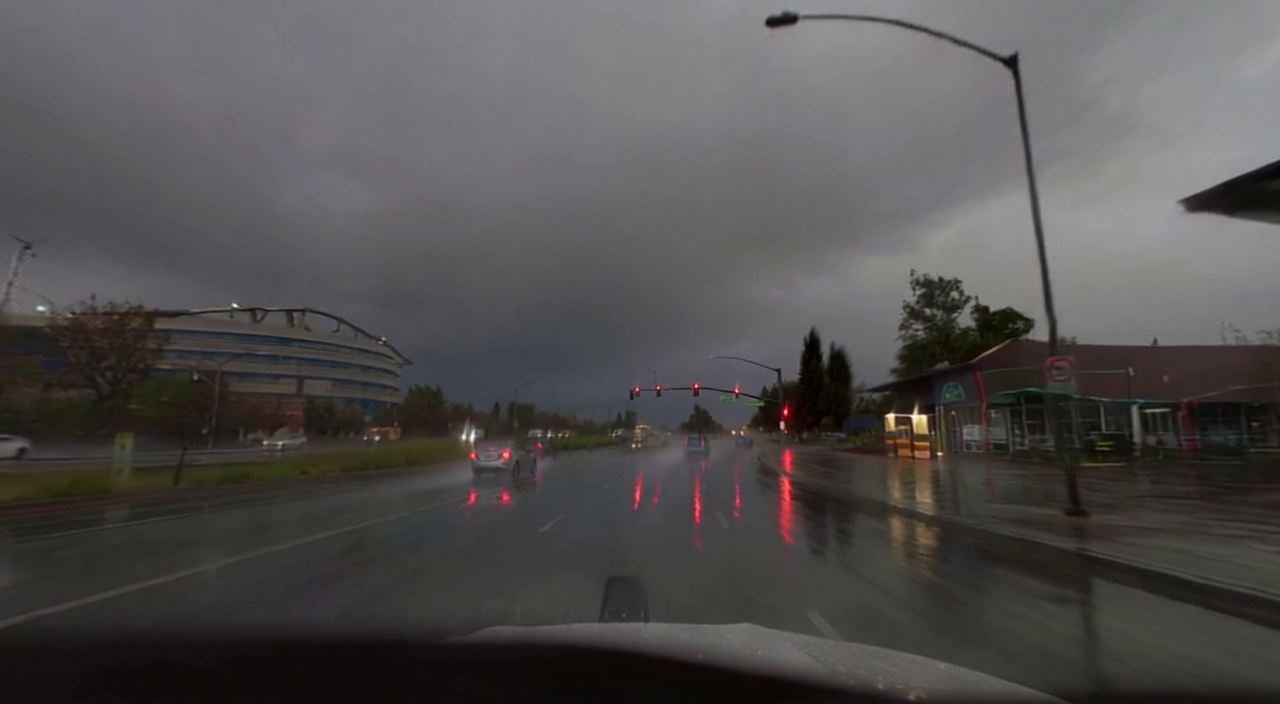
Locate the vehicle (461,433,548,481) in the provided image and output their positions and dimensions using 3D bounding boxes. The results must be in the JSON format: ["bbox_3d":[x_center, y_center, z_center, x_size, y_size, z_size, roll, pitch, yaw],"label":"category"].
[{"bbox_3d":[-5.362,4.238,25.668,2.181,1.728,4.515,-1,-9,5],"label":"vehicle"}]
